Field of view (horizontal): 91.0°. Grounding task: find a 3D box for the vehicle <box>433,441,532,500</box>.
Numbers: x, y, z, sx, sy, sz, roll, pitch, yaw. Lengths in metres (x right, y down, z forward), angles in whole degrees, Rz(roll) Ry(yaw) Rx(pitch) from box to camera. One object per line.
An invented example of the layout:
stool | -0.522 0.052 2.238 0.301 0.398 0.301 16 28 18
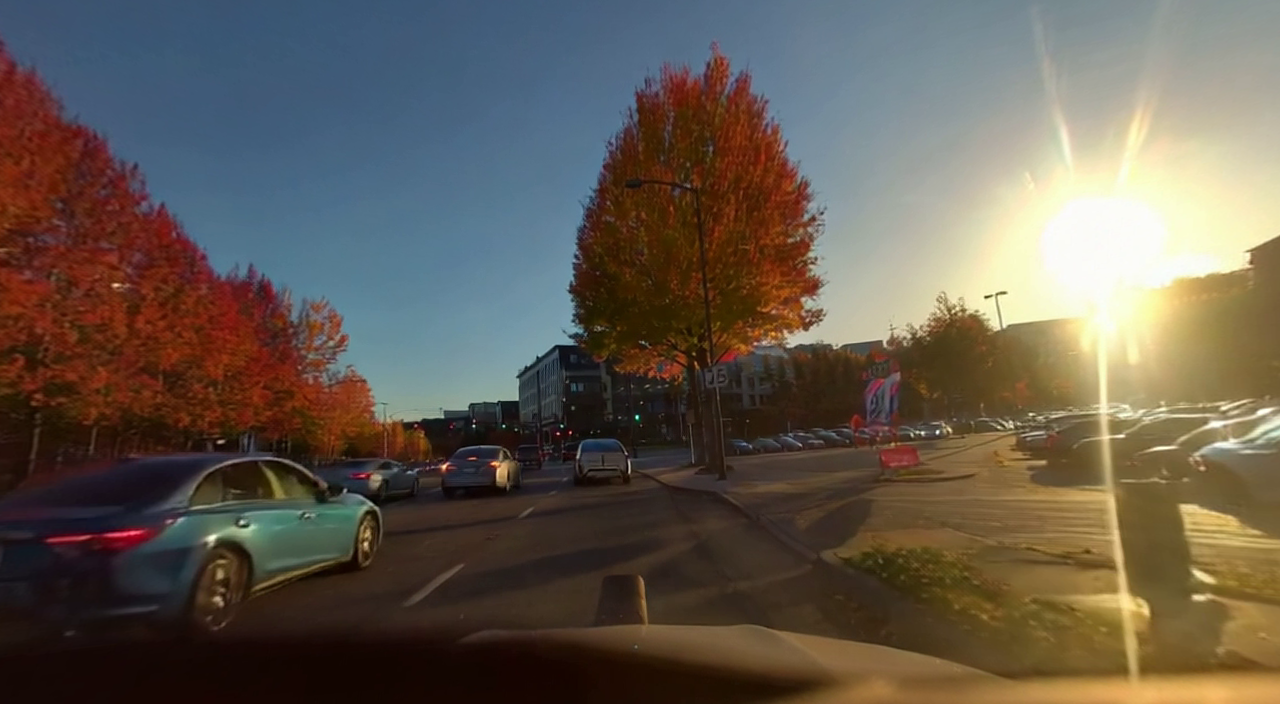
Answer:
vehicle | -4.630 3.529 19.232 1.974 1.549 4.603 1 -9 -2

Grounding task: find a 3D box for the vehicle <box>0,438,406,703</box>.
vehicle | -4.265 1.609 5.974 2.090 1.506 5.326 1 -9 -1

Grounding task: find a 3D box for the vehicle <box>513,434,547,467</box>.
vehicle | -7.249 6.506 41.566 2.082 2.018 4.308 2 -9 -9

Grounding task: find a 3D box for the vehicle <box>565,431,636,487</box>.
vehicle | -1.379 3.586 21.336 2.144 1.704 4.028 1 -9 -5
